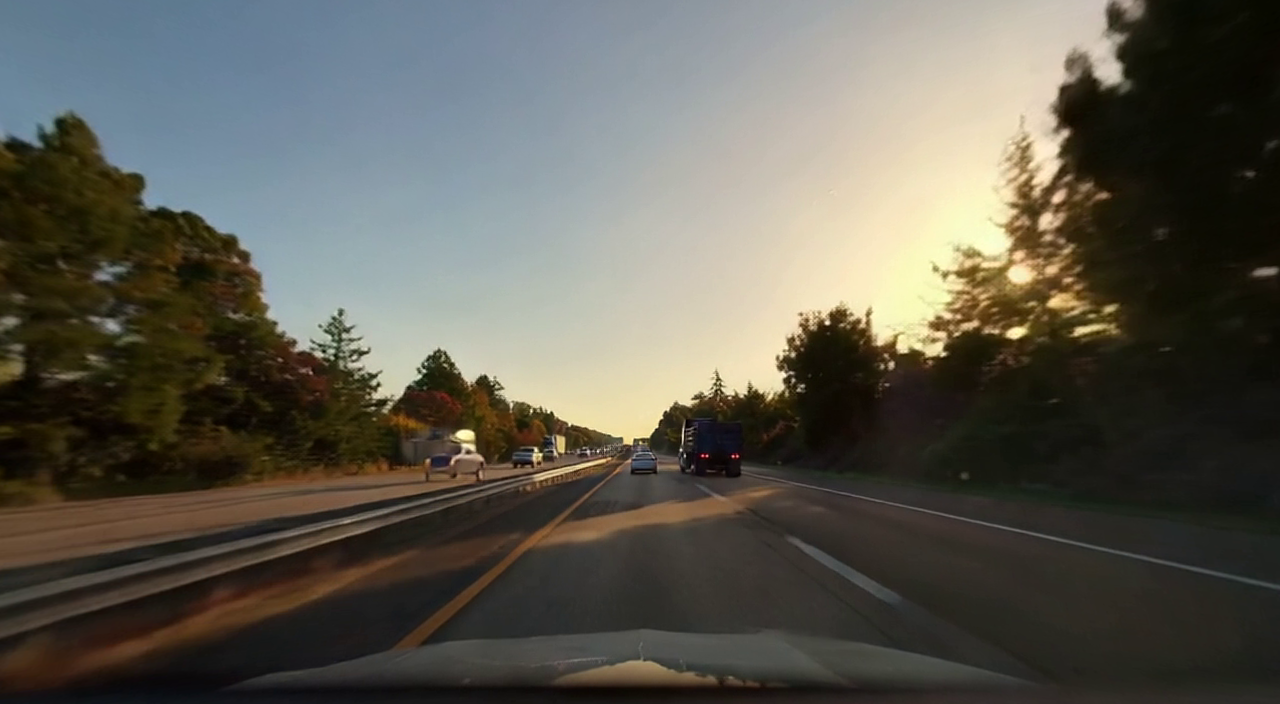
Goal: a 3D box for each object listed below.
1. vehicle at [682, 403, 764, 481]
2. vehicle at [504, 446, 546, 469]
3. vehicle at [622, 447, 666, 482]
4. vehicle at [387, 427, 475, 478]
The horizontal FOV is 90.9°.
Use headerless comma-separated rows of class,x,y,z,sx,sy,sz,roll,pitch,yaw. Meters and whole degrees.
vehicle,4.340,5.223,36.061,2.885,3.679,12.102,0,-9,-1
vehicle,-7.943,7.365,43.980,2.039,1.492,4.464,-1,-9,1
vehicle,0.181,5.218,29.517,1.939,1.495,3.612,-1,-9,0
vehicle,-7.806,3.825,23.999,1.952,1.755,4.079,-1,-9,0
